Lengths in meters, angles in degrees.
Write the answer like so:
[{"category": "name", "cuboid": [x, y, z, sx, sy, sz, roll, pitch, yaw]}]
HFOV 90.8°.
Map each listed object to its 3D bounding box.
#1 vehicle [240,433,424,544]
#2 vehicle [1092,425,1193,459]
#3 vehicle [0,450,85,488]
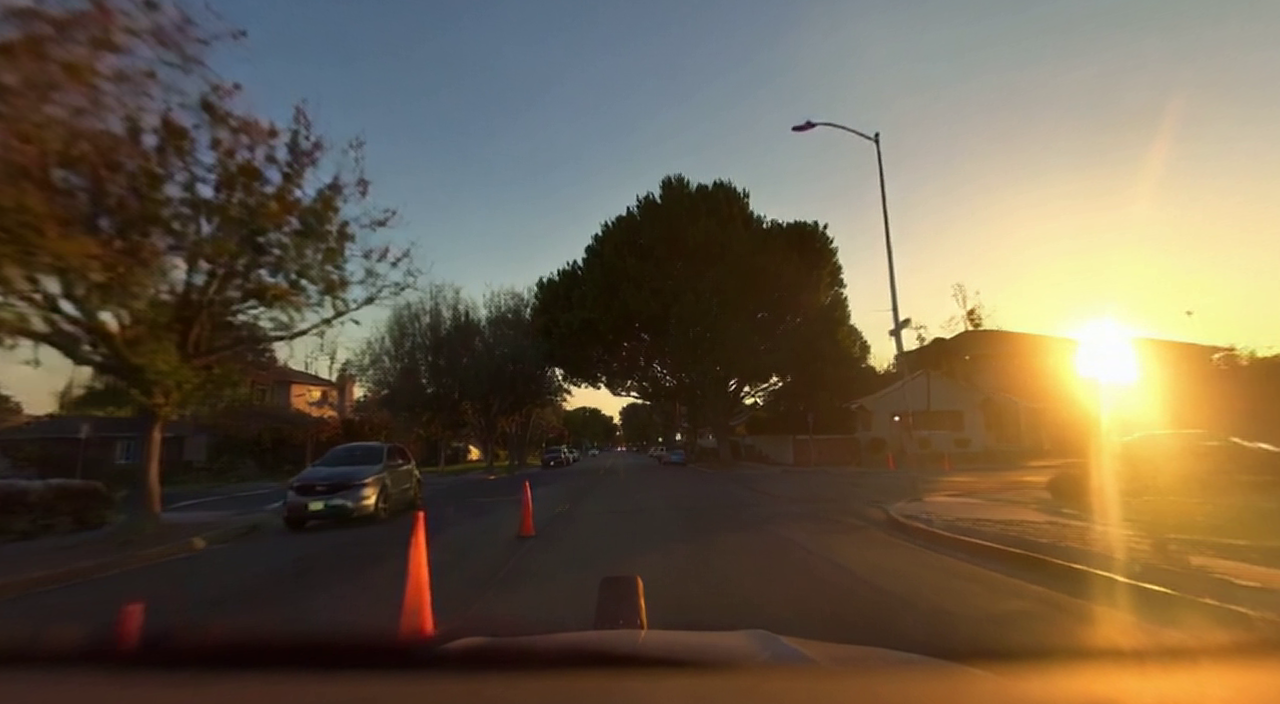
[{"category": "vehicle", "cuboid": [-6.138, 2.670, 13.307, 2.087, 1.835, 4.445, -1, -7, -6]}, {"category": "vehicle", "cuboid": [29.824, 5.289, 37.736, 1.923, 1.805, 4.876, -2, -6, -1]}, {"category": "vehicle", "cuboid": [-36.048, 6.928, 37.703, 1.821, 1.691, 4.510, 0, -3, 0]}]
